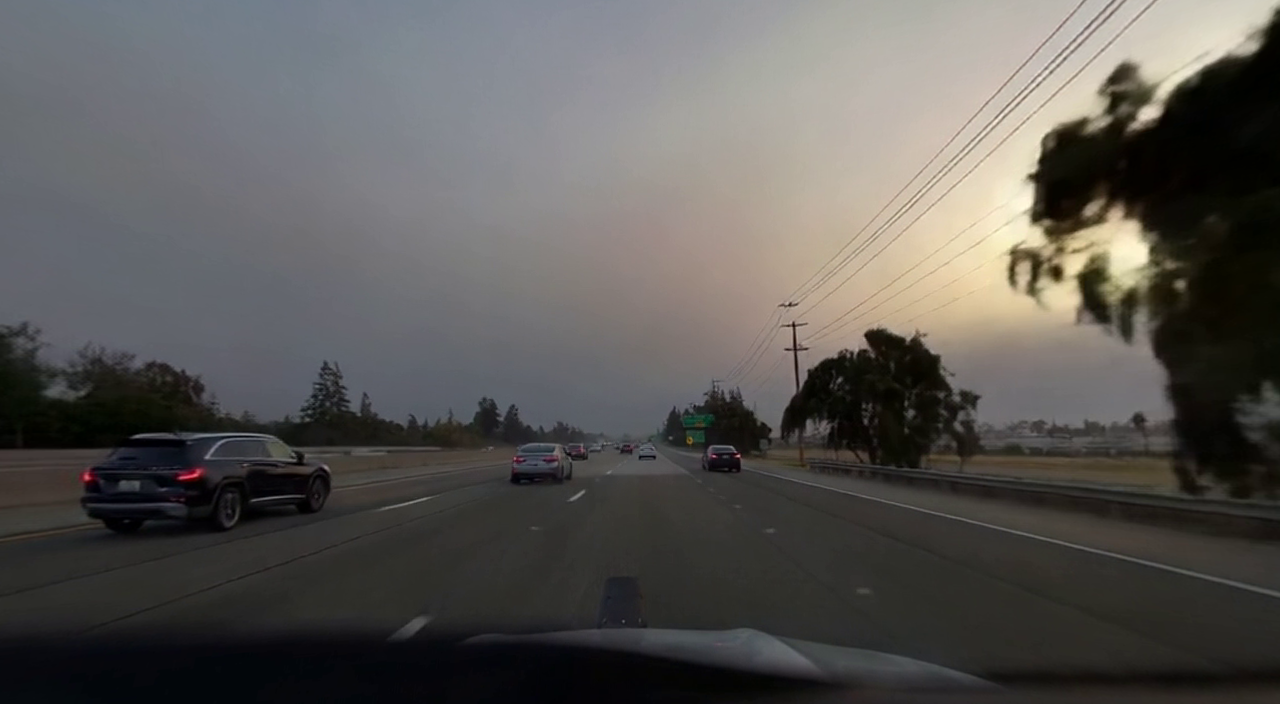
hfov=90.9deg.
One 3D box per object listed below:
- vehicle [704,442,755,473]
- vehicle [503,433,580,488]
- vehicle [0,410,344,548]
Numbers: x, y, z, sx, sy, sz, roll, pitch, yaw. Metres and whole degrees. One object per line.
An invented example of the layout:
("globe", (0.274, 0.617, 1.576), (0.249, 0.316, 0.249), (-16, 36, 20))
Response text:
("vehicle", (4.553, 5.414, 32.610), (1.964, 1.479, 4.252), (0, -8, -1))
("vehicle", (-3.284, 3.714, 21.866), (1.961, 1.704, 4.052), (0, -8, 1))
("vehicle", (-7.376, 2.027, 10.795), (2.162, 1.805, 4.853), (0, -8, 1))
